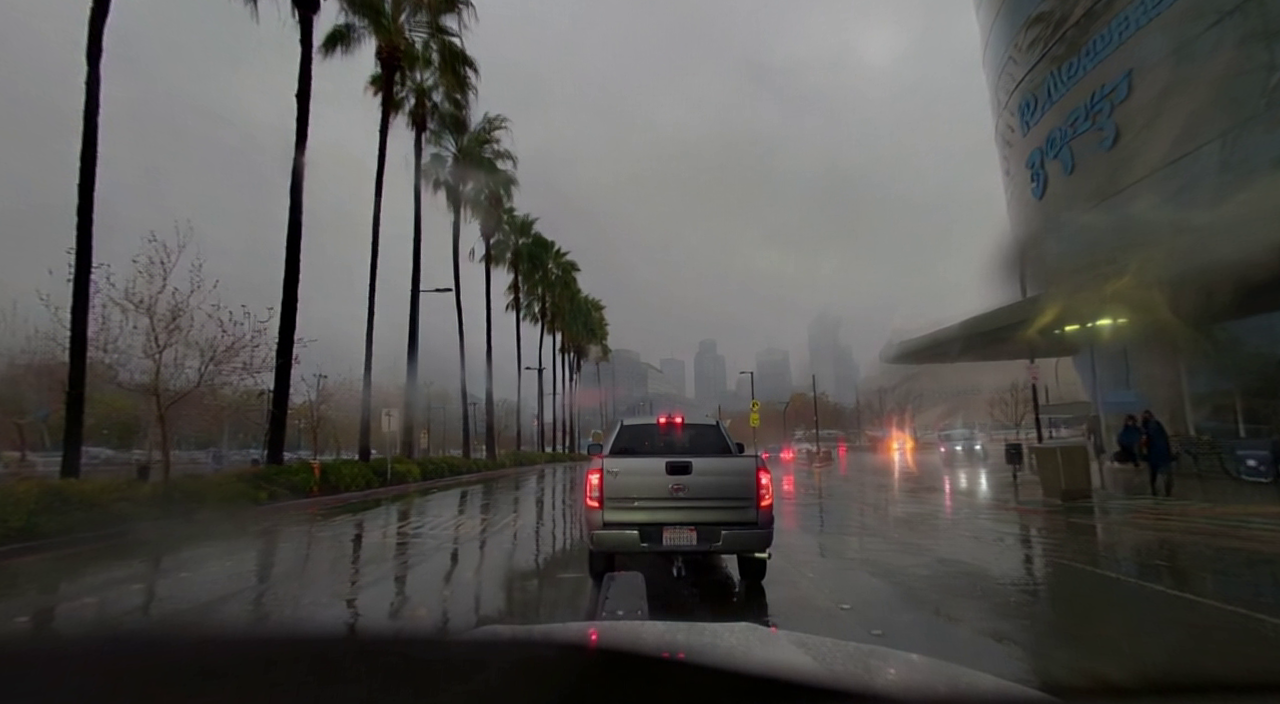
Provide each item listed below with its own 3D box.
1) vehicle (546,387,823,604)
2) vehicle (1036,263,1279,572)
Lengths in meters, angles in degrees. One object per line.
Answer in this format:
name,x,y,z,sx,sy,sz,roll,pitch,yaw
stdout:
vehicle,0.407,1.595,8.010,2.311,1.819,5.255,0,-8,1
vehicle,7.871,0.906,8.580,2.666,3.345,3.622,-1,-9,7
